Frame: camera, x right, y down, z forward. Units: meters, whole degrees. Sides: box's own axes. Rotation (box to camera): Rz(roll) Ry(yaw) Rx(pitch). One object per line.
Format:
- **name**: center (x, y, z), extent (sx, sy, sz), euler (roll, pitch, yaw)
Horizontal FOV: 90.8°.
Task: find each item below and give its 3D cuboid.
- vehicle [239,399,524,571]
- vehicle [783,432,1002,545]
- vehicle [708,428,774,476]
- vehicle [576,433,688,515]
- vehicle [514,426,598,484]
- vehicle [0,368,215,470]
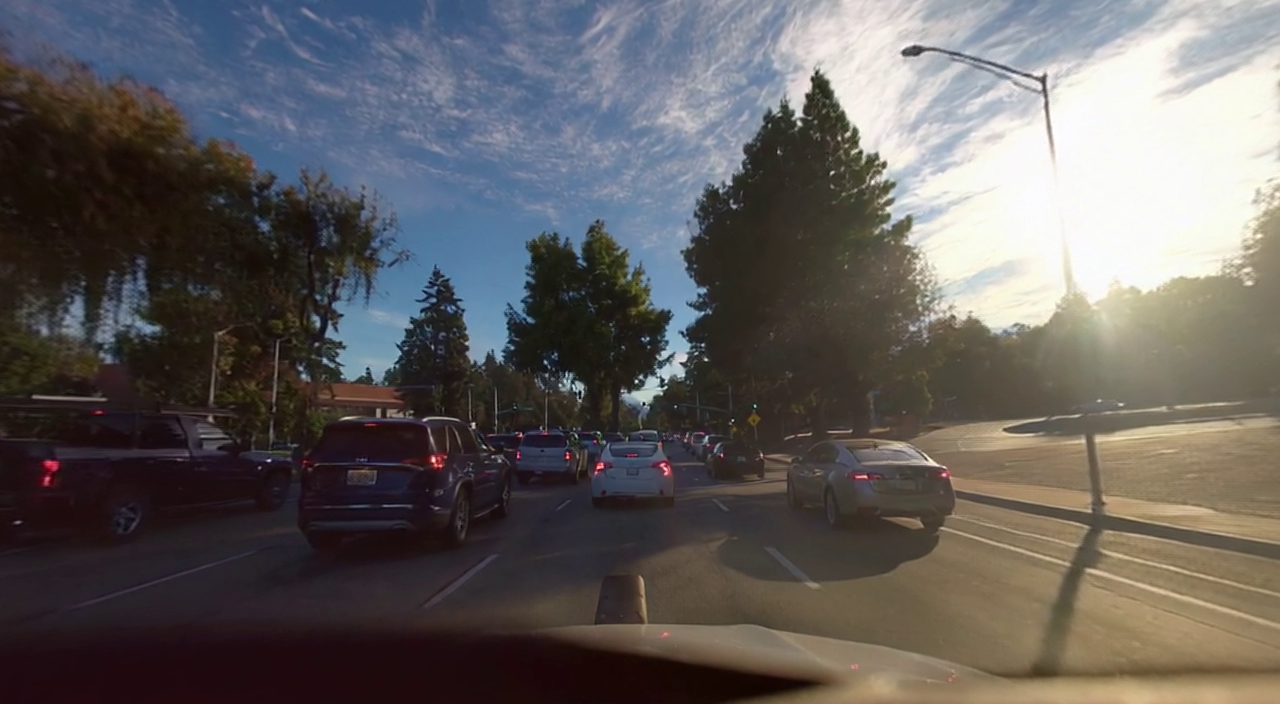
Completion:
- **vehicle**: center (-3.145, 1.756, 9.209), extent (2.111, 1.745, 5.274), euler (0, -8, -2)
- **vehicle**: center (3.814, 2.114, 10.471), extent (1.884, 1.463, 4.195), euler (0, -8, 0)
- **vehicle**: center (4.218, 4.259, 27.064), extent (2.099, 1.845, 4.363), euler (0, -8, 0)
- **vehicle**: center (-0.132, 2.560, 13.748), extent (2.030, 1.477, 4.330), euler (0, -8, 0)
- **vehicle**: center (-2.839, 3.632, 22.536), extent (2.218, 1.829, 4.492), euler (0, -8, 2)
- **vehicle**: center (-27.754, 3.472, 30.854), extent (3.181, 4.189, 14.107), euler (-1, -9, 5)
